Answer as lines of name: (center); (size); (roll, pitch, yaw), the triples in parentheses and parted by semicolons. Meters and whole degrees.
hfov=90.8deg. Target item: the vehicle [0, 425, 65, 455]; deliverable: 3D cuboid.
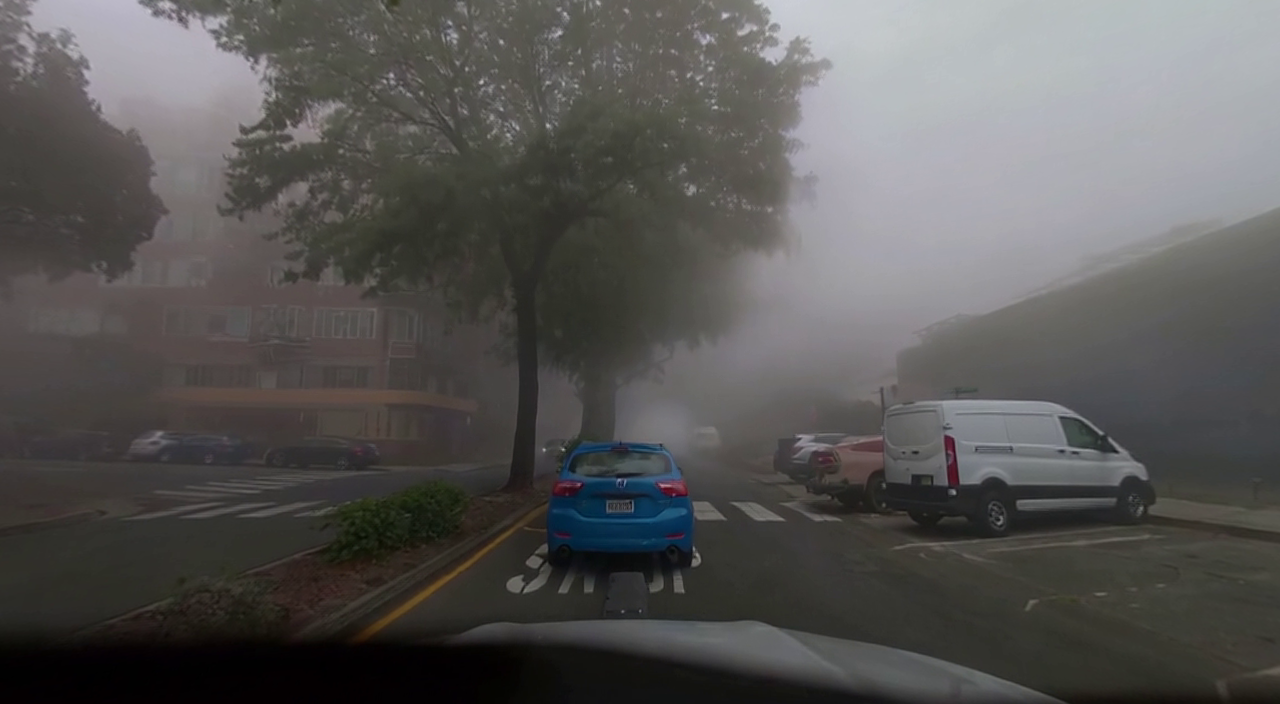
vehicle: (-31.815, 4.394, 31.563); (4.168, 1.458, 1.904); (0, -8, -2)

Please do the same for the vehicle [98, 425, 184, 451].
vehicle: (-31.799, 5.494, 40.304); (3.915, 1.574, 1.850); (0, -8, 3)

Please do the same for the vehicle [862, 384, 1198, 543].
vehicle: (6.654, 1.818, 10.761); (5.385, 2.146, 2.143); (4, -9, -25)

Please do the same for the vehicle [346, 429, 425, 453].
vehicle: (-18.455, 6.461, 45.957); (4.892, 1.679, 1.927); (1, -8, -6)

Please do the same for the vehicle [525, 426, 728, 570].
vehicle: (-0.210, 1.829, 8.768); (2.065, 1.450, 4.522); (0, -8, -2)
